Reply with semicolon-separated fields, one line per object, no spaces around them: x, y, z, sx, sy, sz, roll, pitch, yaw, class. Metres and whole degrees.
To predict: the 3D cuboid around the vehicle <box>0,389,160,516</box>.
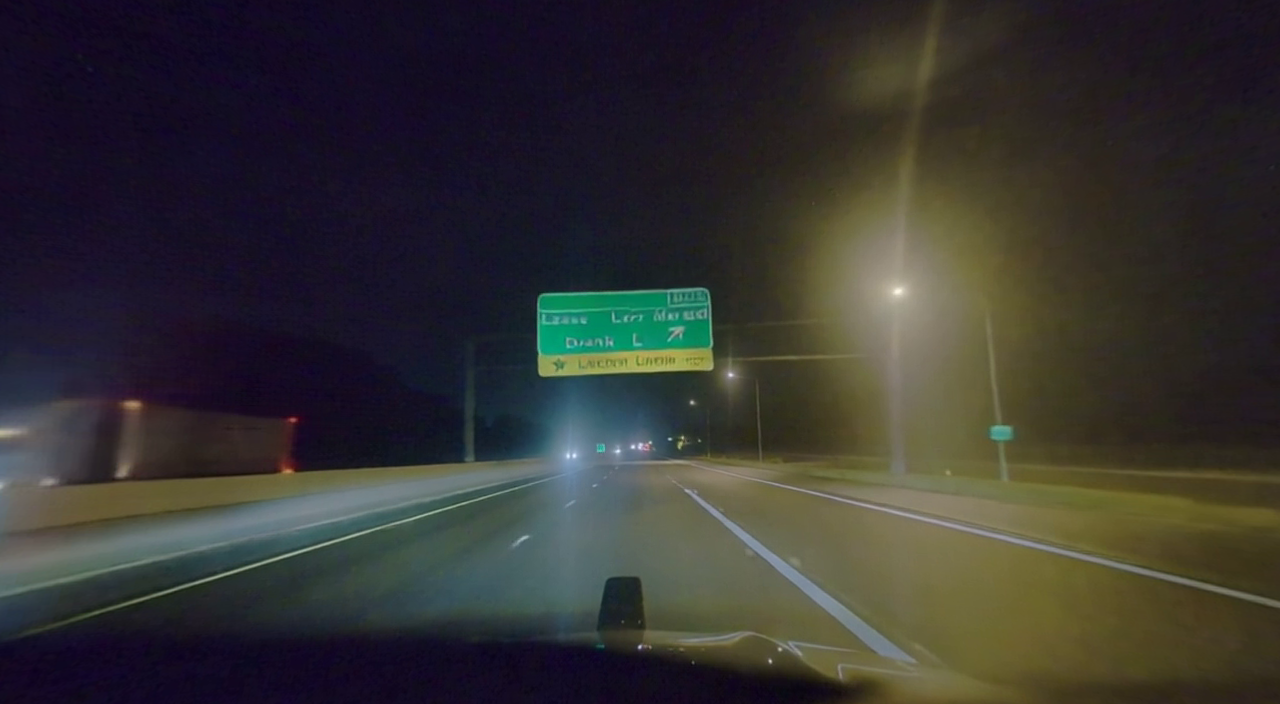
-19.560;3.309;20.652;2.894;3.573;5.913;-2;-9;0;vehicle
